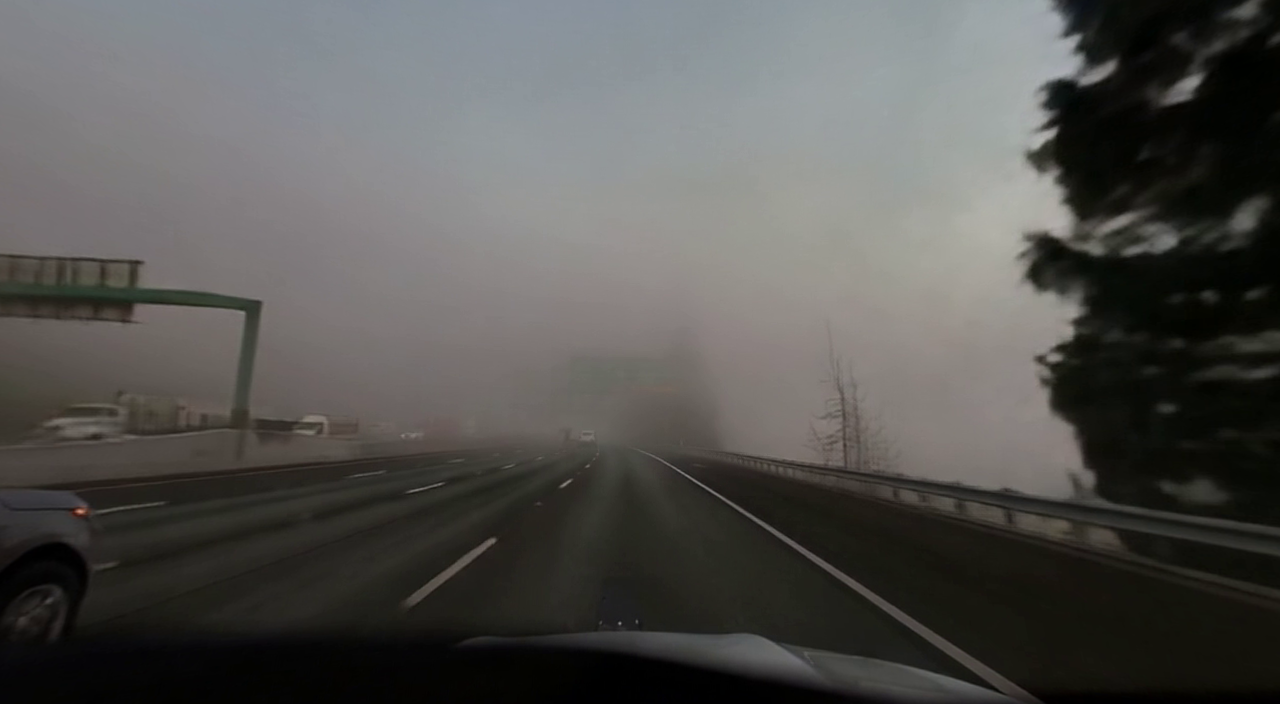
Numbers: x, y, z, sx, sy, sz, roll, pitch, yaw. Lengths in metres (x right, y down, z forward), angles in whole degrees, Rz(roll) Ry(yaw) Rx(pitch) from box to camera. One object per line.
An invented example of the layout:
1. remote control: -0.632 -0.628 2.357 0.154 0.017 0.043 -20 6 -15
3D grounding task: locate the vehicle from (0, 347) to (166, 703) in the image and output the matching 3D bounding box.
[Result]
1. vehicle: -3.934 0.632 1.560 2.187 1.639 4.318 0 -8 -1

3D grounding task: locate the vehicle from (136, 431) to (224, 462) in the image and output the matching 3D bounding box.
1. vehicle: -22.316 4.571 30.745 1.743 1.400 3.431 0 -8 -2

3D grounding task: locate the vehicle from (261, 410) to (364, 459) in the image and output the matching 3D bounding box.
1. vehicle: -18.600 4.768 36.321 2.415 2.528 6.726 0 -8 -2
